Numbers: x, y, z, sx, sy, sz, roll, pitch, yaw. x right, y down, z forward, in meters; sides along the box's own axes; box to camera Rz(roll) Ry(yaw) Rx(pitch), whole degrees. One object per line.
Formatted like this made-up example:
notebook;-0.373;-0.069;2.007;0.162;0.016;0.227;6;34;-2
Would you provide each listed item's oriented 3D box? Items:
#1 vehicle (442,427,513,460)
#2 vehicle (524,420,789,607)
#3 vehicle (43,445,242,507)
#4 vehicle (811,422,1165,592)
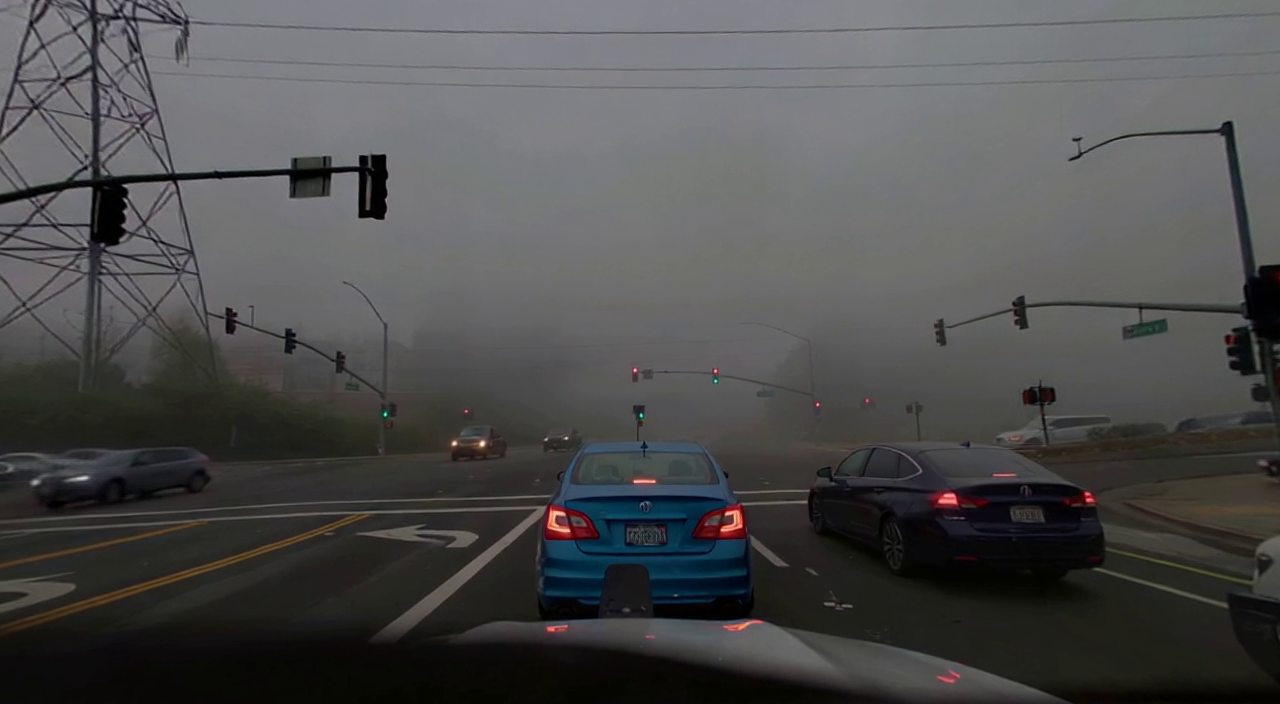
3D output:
vehicle;-9.354;5.362;36.875;2.269;1.716;5.700;-1;-8;4
vehicle;0.117;1.594;7.123;2.117;1.474;4.036;0;-8;0
vehicle;-13.633;3.374;17.715;1.907;1.487;4.392;0;-8;1
vehicle;3.658;1.681;7.717;1.835;1.473;4.190;0;-8;-2
